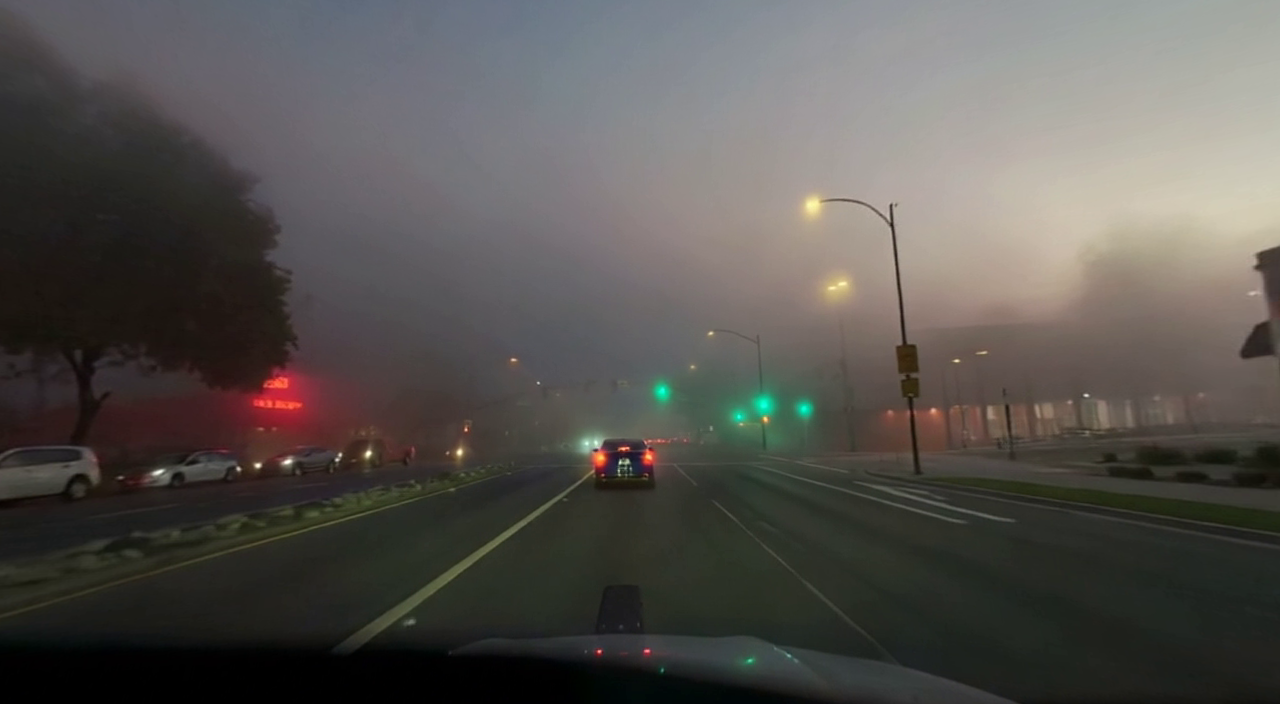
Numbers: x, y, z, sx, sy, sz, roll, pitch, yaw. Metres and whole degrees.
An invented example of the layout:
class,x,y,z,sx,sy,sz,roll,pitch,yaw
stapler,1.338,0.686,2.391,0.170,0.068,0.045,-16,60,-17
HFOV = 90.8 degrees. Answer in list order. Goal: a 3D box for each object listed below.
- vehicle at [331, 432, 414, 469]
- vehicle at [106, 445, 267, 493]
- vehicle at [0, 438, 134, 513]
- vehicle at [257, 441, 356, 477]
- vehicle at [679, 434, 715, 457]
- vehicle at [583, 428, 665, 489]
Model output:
class,x,y,z,sx,sy,sz,roll,pitch,yaw
vehicle,-15.414,5.710,36.846,2.250,1.981,5.861,0,-8,0
vehicle,-15.668,4.024,22.267,1.931,1.455,5.023,0,-8,0
vehicle,-15.522,2.979,15.529,2.130,1.692,4.734,0,-8,2
vehicle,-15.594,4.997,29.847,2.131,1.560,4.563,0,-8,1
vehicle,3.736,6.259,42.281,2.122,1.454,4.271,0,-8,1
vehicle,-0.389,2.923,17.640,2.045,1.510,3.690,0,-8,0
